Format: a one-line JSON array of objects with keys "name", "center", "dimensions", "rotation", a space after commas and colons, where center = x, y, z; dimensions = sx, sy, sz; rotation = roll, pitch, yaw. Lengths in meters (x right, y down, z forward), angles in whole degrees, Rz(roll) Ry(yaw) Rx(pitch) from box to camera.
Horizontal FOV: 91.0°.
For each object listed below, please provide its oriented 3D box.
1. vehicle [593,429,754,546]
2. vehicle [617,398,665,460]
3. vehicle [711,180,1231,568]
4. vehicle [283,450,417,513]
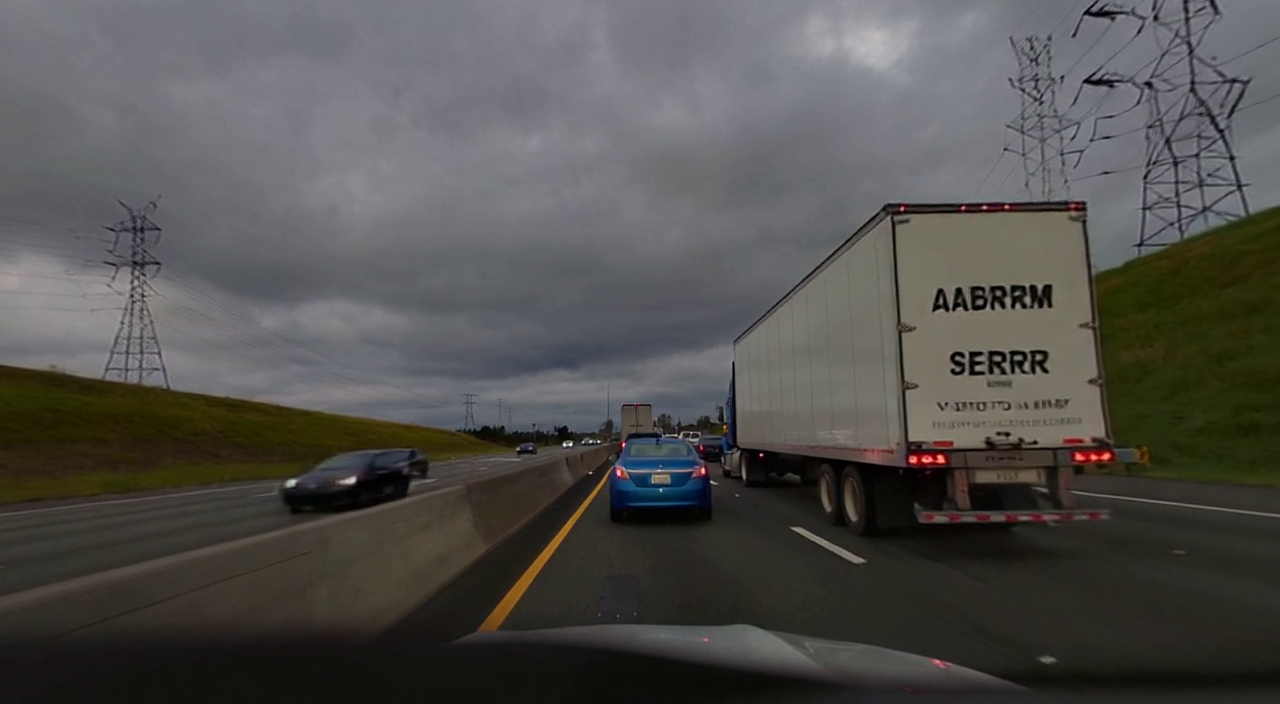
[{"name": "vehicle", "center": [0.356, 1.974, 9.850], "dimensions": [2.045, 1.446, 3.597], "rotation": [0, -8, -2]}, {"name": "vehicle", "center": [-0.094, 5.933, 47.720], "dimensions": [3.174, 4.134, 11.407], "rotation": [0, -8, -1]}, {"name": "vehicle", "center": [4.186, 1.133, 13.689], "dimensions": [3.138, 4.065, 14.276], "rotation": [0, -8, -2]}, {"name": "vehicle", "center": [-8.221, 3.664, 18.342], "dimensions": [1.848, 1.512, 4.327], "rotation": [-1, -8, 0]}]
